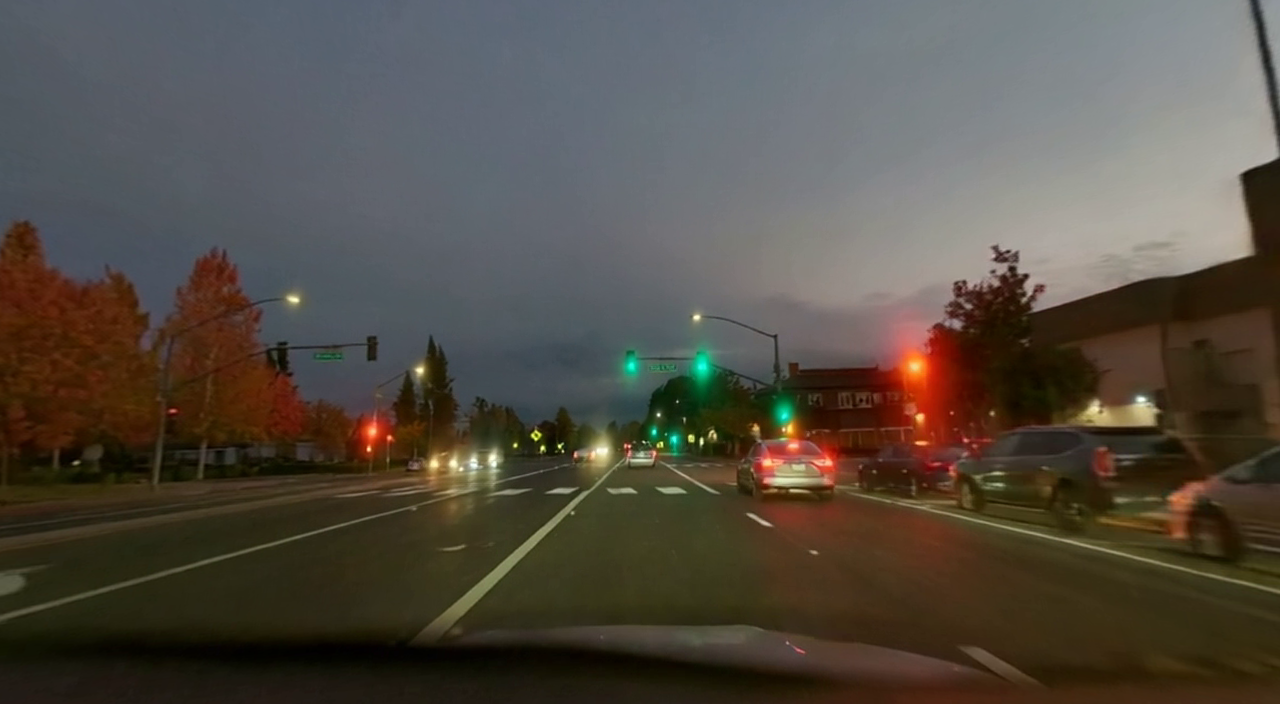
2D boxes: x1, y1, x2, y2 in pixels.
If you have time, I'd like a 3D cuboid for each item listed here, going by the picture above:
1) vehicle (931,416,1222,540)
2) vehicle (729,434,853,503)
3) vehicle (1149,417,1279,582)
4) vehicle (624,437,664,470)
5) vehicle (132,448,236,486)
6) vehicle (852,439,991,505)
[{"bbox_3d":[7.150,2.098,11.071,1.934,1.723,4.414,0,-9,0],"label":"vehicle"},{"bbox_3d":[3.736,2.984,16.488,2.178,1.546,4.311,0,-9,0],"label":"vehicle"},{"bbox_3d":[7.192,1.358,5.604,1.876,1.598,4.171,0,-9,2],"label":"vehicle"},{"bbox_3d":[0.204,6.188,38.580,2.239,1.856,4.815,0,-9,-1],"label":"vehicle"},{"bbox_3d":[-35.136,8.859,48.627,5.947,2.769,2.763,-1,-9,6],"label":"vehicle"},{"bbox_3d":[7.198,3.083,16.590,1.852,1.494,3.850,0,-9,0],"label":"vehicle"}]
